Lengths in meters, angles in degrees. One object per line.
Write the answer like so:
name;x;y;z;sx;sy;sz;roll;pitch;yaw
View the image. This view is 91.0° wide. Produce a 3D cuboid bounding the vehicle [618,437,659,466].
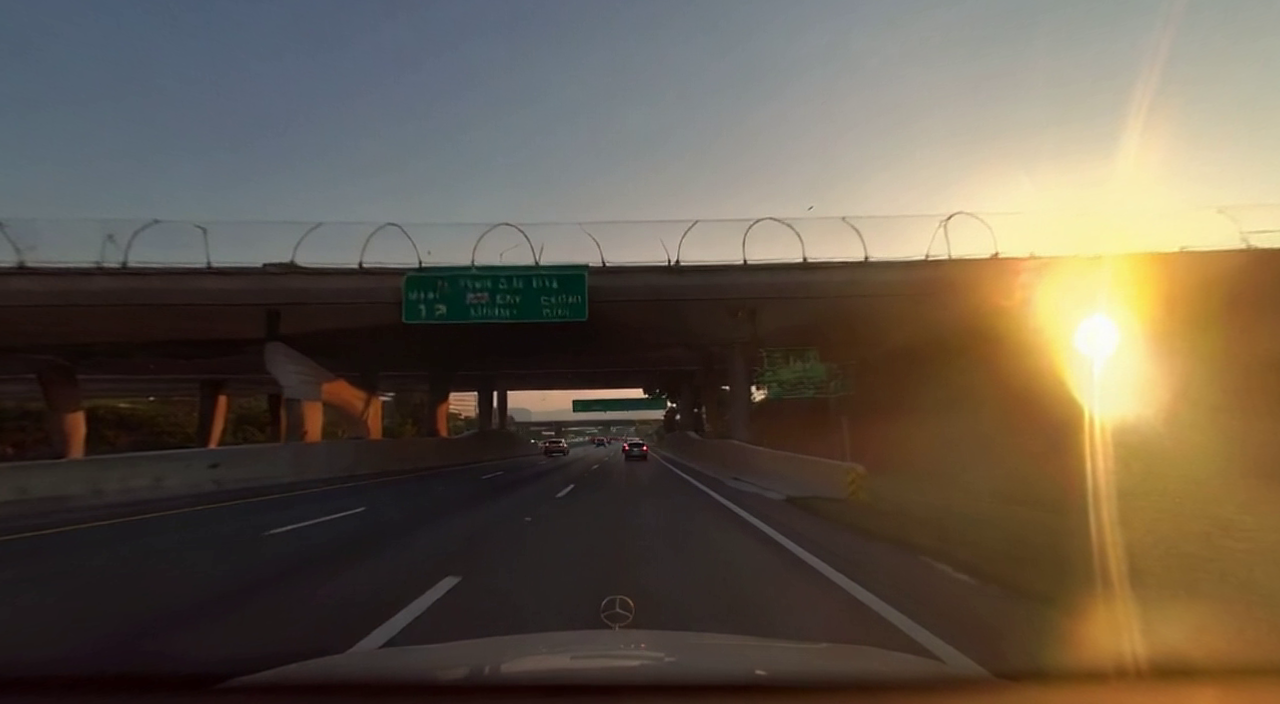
vehicle;-0.093;5.367;34.130;2.072;1.440;3.690;0;-8;-1
